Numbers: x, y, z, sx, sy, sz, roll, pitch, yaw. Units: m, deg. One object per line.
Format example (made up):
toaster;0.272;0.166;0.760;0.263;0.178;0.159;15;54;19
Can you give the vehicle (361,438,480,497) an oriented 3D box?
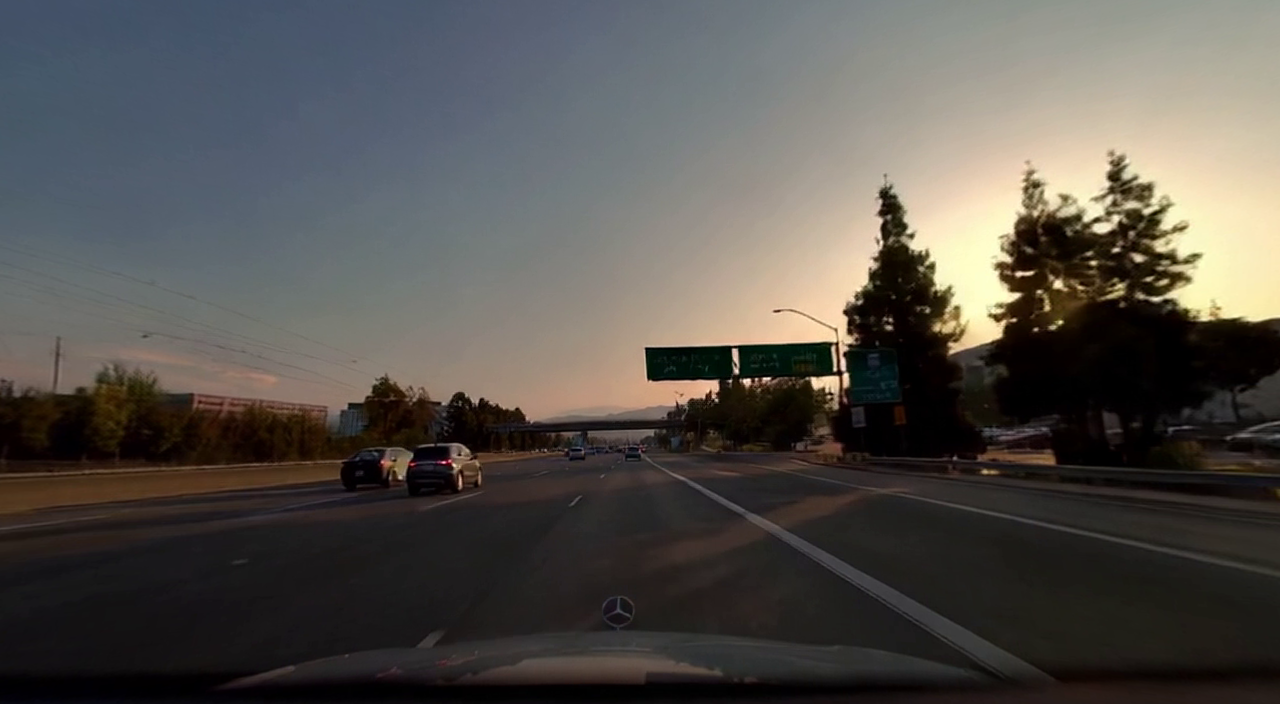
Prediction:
vehicle;-6.693;3.572;19.948;2.016;1.606;4.806;0;-9;0
